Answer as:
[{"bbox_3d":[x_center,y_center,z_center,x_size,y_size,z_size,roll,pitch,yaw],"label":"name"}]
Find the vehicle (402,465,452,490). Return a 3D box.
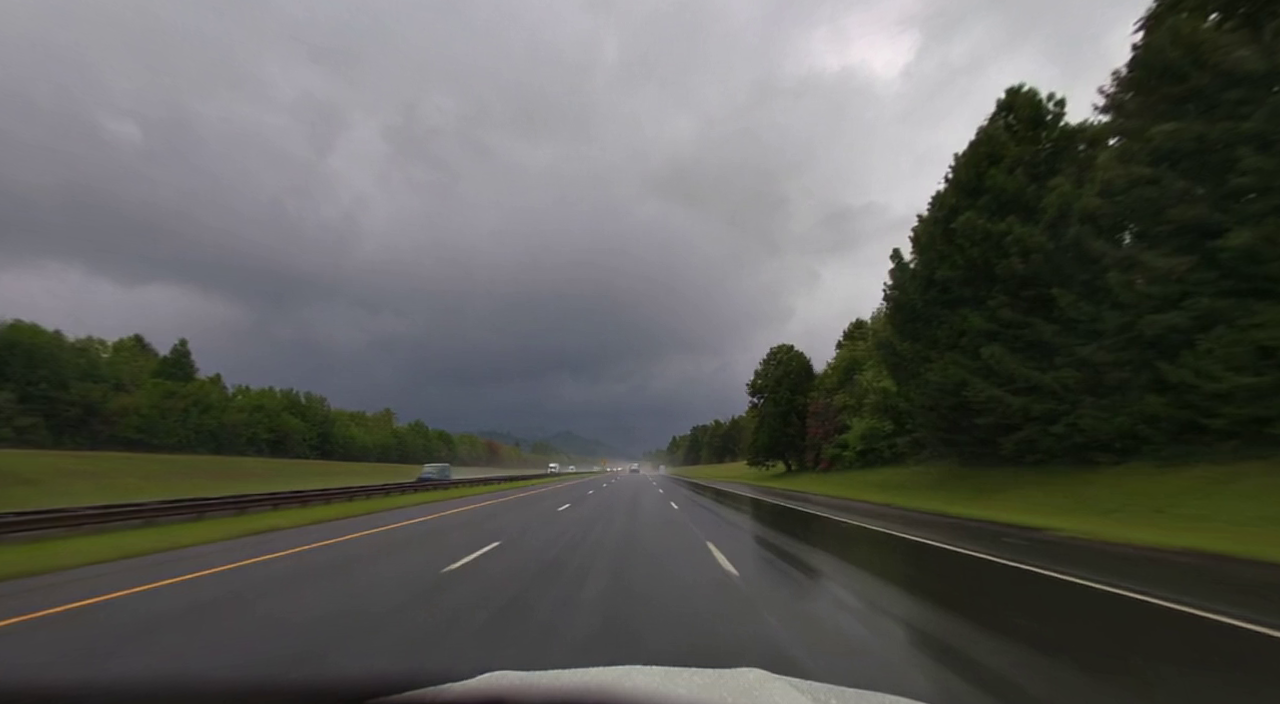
[{"bbox_3d":[-13.428,7.897,39.893,1.752,1.454,3.796,1,-10,0],"label":"vehicle"}]
